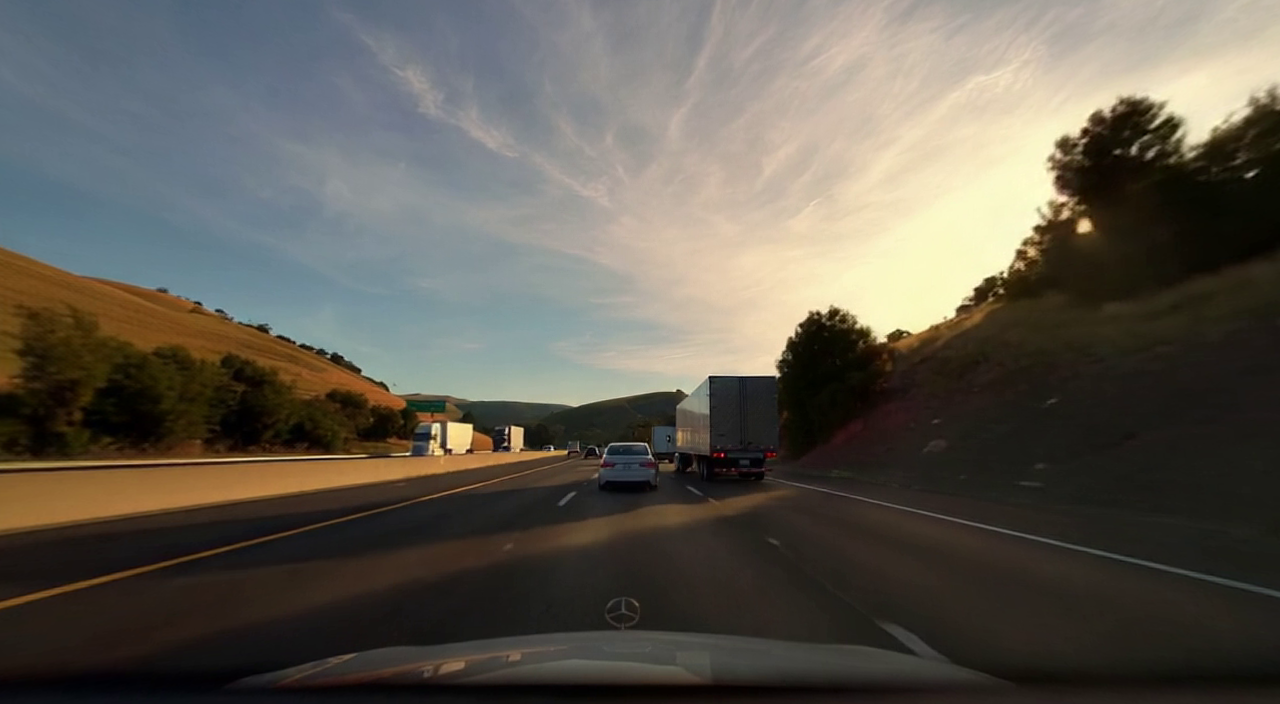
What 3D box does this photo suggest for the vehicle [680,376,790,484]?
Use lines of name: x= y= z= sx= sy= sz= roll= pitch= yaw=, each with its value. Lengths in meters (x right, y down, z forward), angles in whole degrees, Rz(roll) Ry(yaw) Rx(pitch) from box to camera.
vehicle: x=3.981 y=3.990 z=30.627 sx=2.812 sy=4.024 sz=14.098 roll=0 pitch=-9 yaw=-1

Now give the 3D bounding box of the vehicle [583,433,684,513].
vehicle: x=-0.155 y=2.813 z=15.053 sx=2.109 sy=1.639 sz=3.768 roll=0 pitch=-9 yaw=-1
